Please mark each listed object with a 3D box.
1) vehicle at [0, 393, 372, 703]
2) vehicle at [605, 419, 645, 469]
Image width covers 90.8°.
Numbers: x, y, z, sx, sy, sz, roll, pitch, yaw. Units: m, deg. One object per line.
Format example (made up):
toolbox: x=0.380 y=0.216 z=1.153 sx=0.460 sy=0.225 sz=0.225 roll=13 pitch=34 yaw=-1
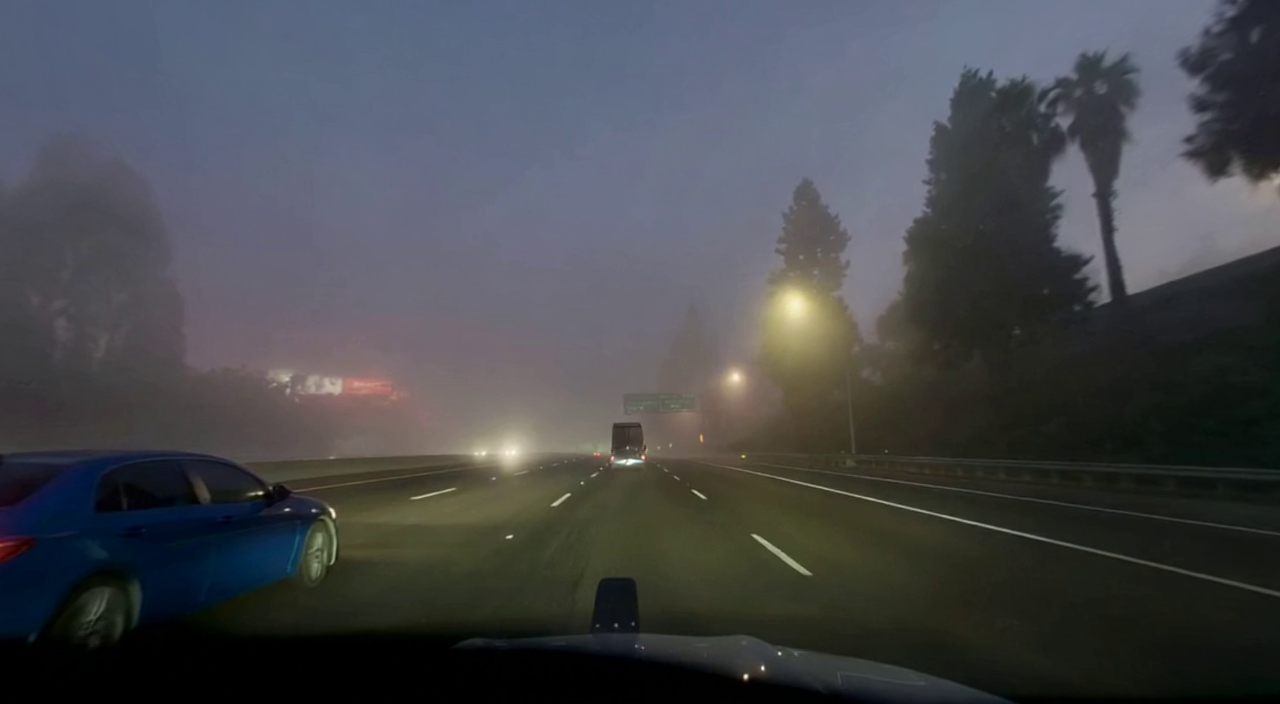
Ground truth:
vehicle: x=-4.000 y=1.235 z=4.521 sx=2.021 sy=1.598 sz=4.887 roll=0 pitch=-8 yaw=0
vehicle: x=-0.997 y=5.901 z=40.474 sx=2.364 sy=2.953 sz=6.495 roll=0 pitch=-8 yaw=-2
